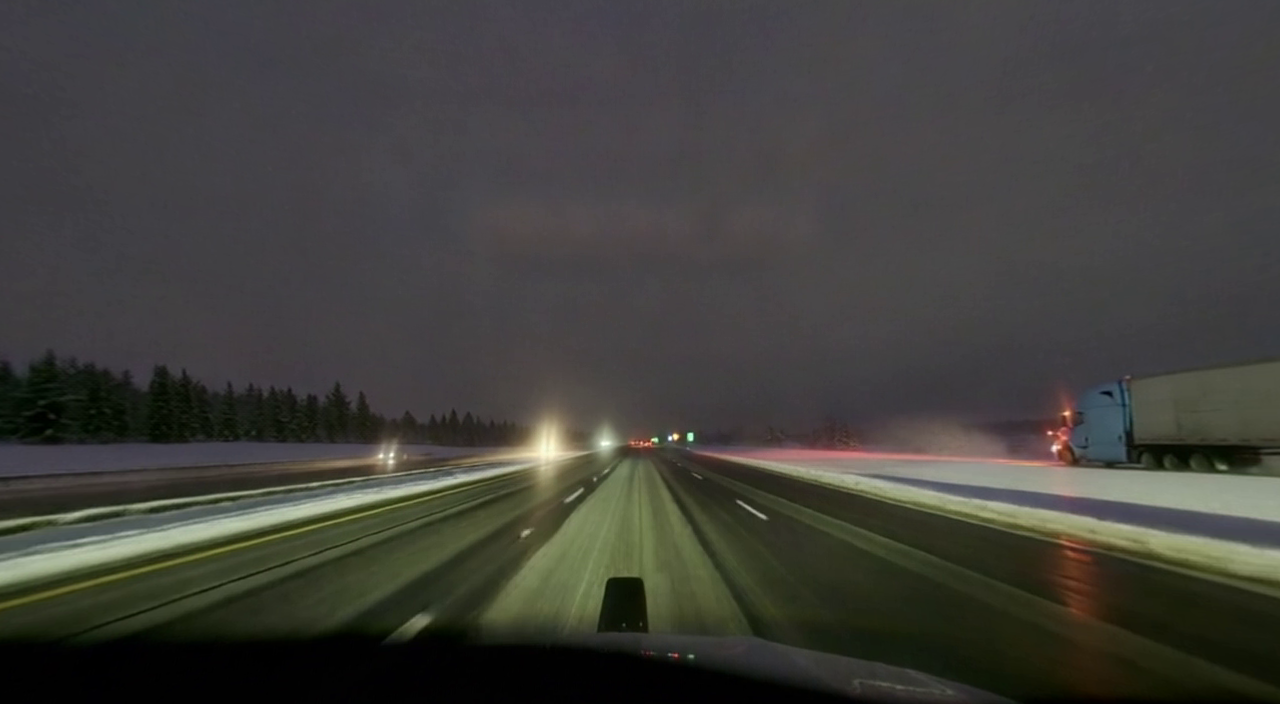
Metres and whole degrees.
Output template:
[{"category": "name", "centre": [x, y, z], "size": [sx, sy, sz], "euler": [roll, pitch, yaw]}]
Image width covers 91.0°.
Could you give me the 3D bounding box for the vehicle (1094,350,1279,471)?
[{"category": "vehicle", "centre": [23.300, 1.851, 20.365], "size": [2.836, 4.027, 14.280], "euler": [4, -9, -23]}]
